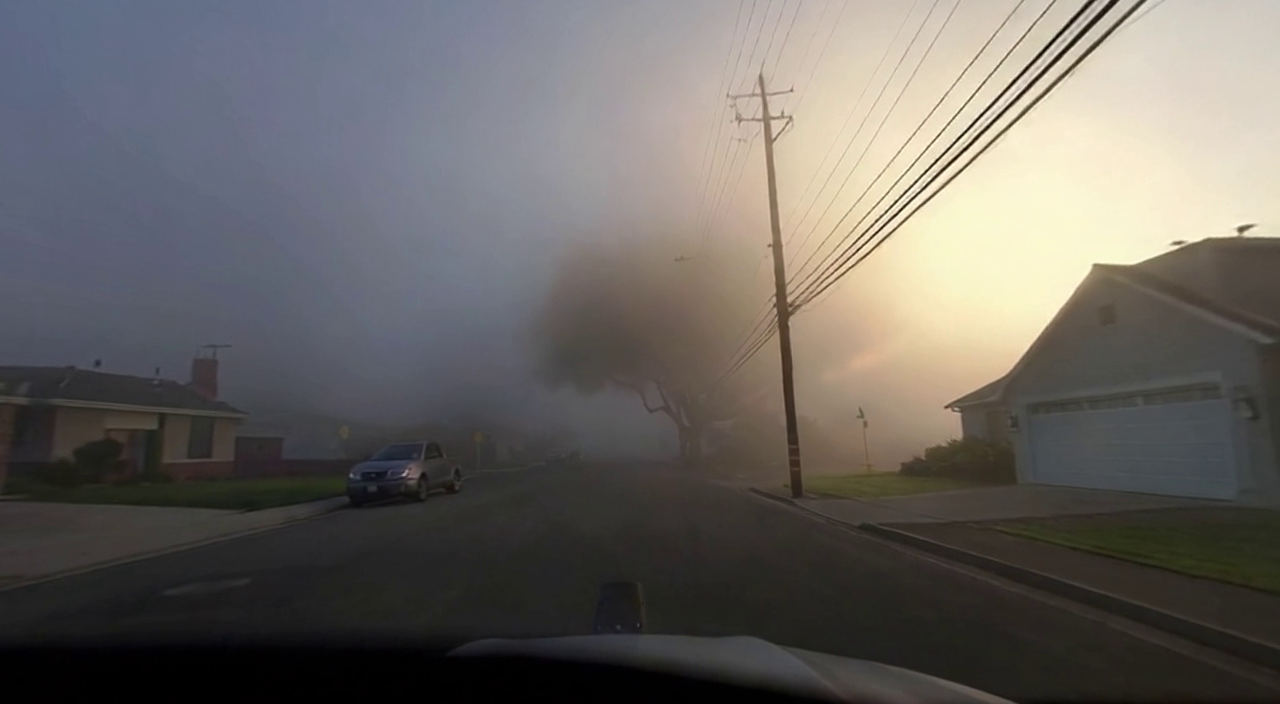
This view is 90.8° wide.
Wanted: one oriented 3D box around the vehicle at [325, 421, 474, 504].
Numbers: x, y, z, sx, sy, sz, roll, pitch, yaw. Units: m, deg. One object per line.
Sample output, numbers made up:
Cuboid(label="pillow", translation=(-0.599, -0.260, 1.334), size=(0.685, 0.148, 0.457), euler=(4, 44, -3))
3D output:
Cuboid(label="vehicle", translation=(-7.361, 3.521, 20.323), size=(2.739, 2.164, 6.065), euler=(-1, -10, -4))
